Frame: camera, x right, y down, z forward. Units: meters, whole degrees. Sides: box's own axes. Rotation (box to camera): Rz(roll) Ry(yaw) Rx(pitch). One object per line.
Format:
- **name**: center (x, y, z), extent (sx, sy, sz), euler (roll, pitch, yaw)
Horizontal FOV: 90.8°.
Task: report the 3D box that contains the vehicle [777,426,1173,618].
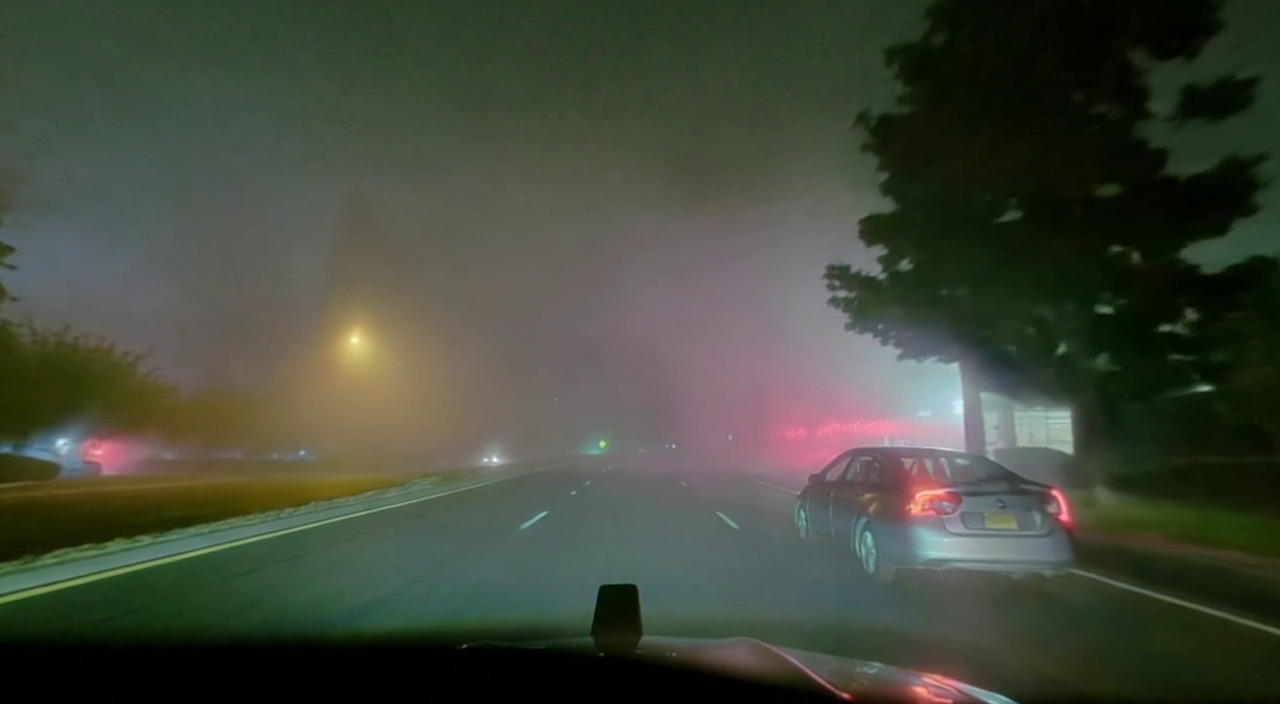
- **vehicle**: center (3.139, 1.673, 7.295), extent (2.004, 1.470, 4.544), euler (0, -8, -1)
